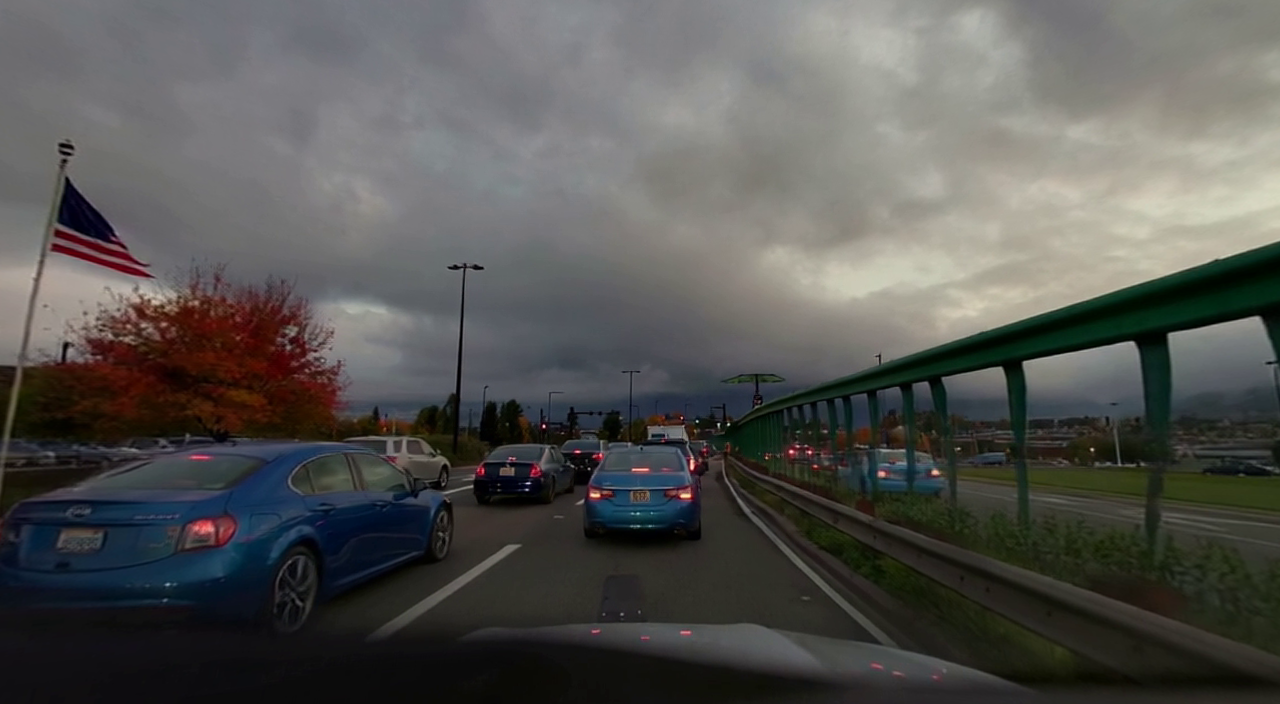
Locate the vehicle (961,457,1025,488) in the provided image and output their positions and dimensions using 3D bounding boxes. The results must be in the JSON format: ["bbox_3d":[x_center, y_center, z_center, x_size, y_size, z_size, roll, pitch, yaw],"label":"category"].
[{"bbox_3d":[20.873,7.104,37.428,1.946,1.649,4.326,-1,-9,10],"label":"vehicle"}]

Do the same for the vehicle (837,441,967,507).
[{"bbox_3d":[7.278,3.393,18.059,2.011,1.610,4.568,0,-9,4],"label":"vehicle"}]

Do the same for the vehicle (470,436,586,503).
[{"bbox_3d":[-2.895,3.166,17.406,1.974,1.549,4.603,0,-9,5],"label":"vehicle"}]

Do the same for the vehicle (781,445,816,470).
[{"bbox_3d":[10.687,7.152,42.763,1.944,1.544,4.301,-1,-9,10],"label":"vehicle"}]

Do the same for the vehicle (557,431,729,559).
[{"bbox_3d":[0.171,2.069,9.881,2.090,1.506,4.276,0,-9,4],"label":"vehicle"}]

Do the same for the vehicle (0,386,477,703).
[{"bbox_3d":[-3.095,1.321,5.489,1.988,1.635,4.260,0,-9,3],"label":"vehicle"}]
